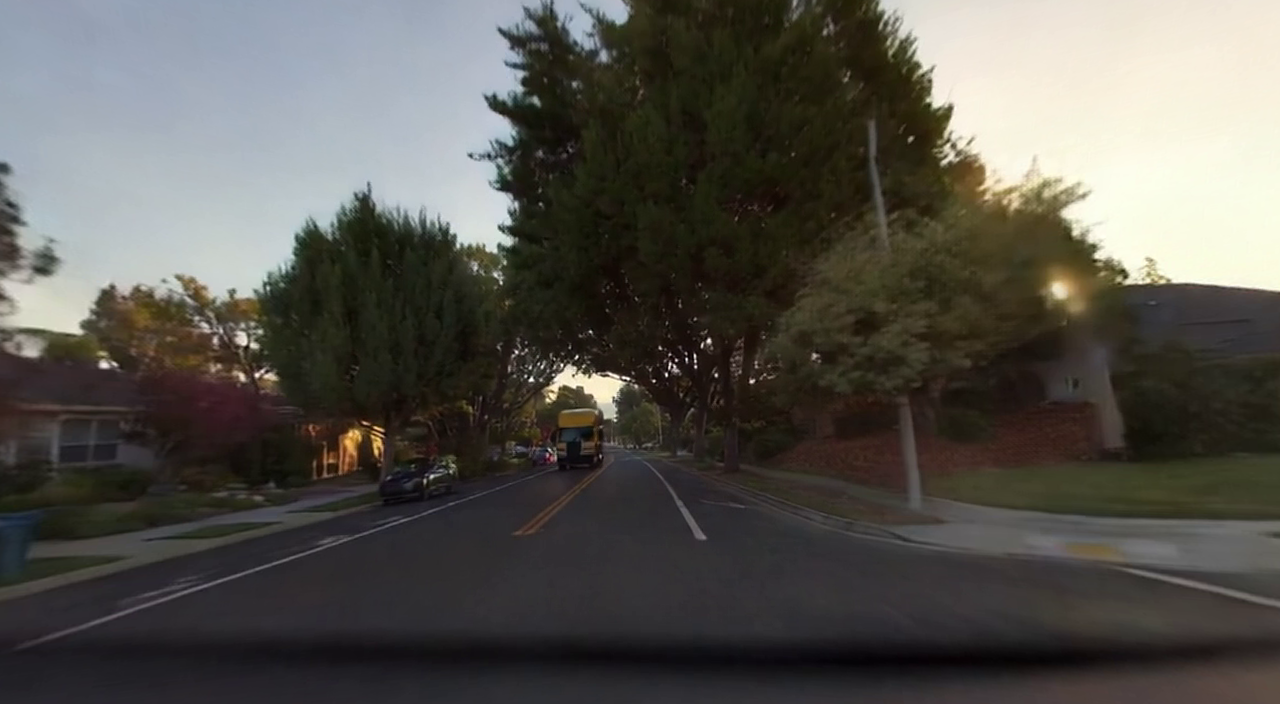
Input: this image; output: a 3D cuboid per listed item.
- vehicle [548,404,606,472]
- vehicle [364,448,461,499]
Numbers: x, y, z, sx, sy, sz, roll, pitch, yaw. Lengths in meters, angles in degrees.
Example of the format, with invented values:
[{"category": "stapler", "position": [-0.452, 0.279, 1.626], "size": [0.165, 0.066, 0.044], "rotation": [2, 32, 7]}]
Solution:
[{"category": "vehicle", "position": [-4.088, 6.048, 43.823], "size": [3.133, 4.112, 10.695], "rotation": [0, -9, -1]}, {"category": "vehicle", "position": [-8.944, 4.776, 25.321], "size": [2.119, 1.775, 4.643], "rotation": [0, -9, 0]}]
